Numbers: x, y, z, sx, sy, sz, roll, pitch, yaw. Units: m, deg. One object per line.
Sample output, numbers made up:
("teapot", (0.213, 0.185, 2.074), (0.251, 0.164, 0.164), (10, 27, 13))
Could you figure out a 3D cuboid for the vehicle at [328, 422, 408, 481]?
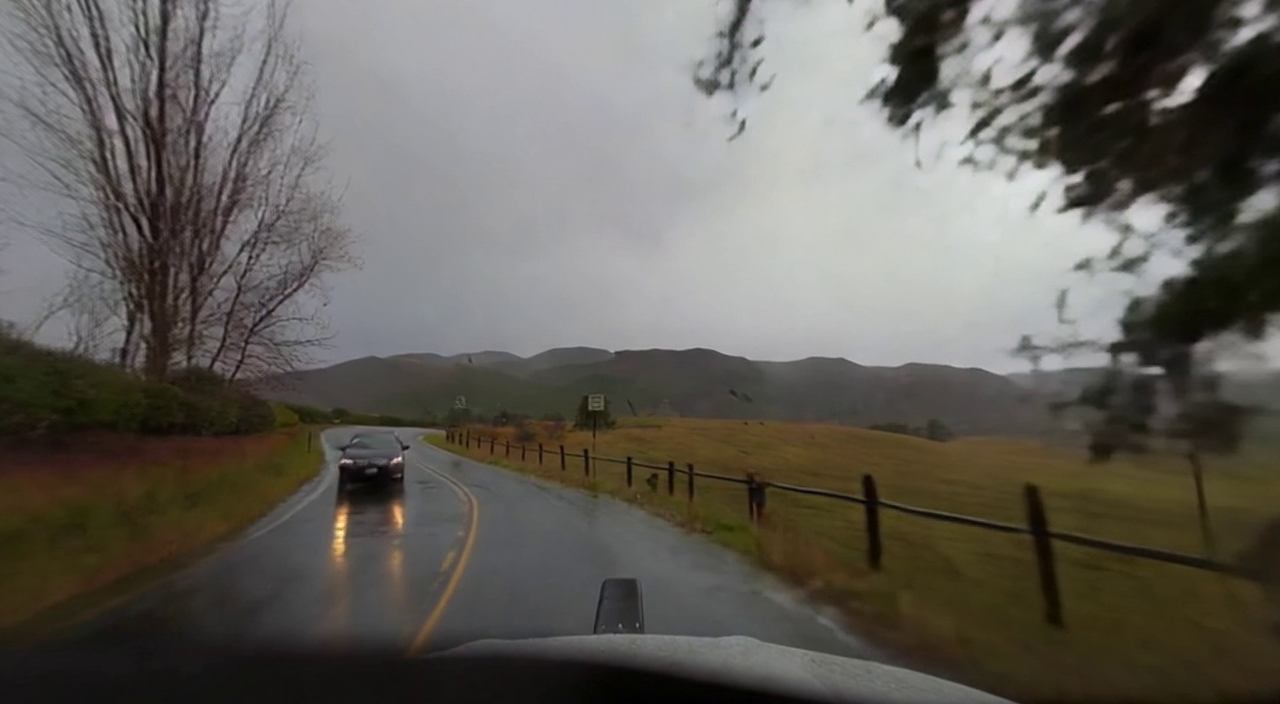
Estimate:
("vehicle", (-8.559, 3.067, 19.932), (2.075, 1.562, 4.241), (1, -7, -22))
